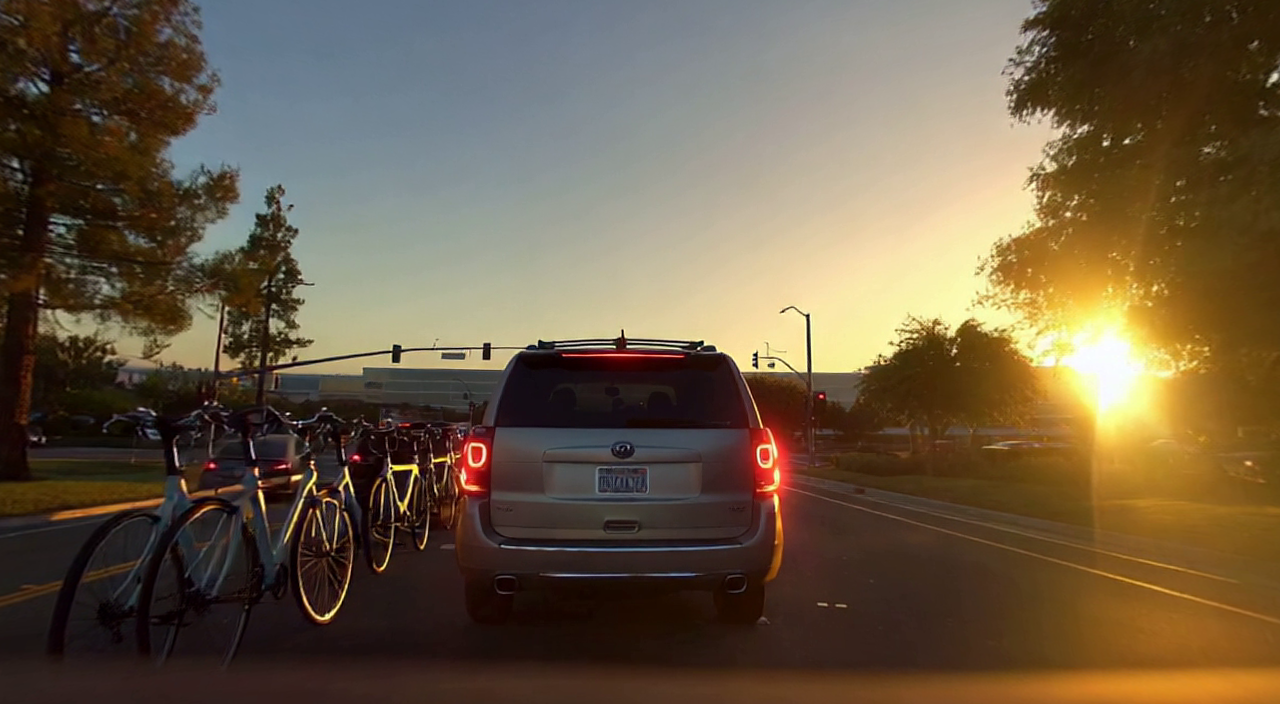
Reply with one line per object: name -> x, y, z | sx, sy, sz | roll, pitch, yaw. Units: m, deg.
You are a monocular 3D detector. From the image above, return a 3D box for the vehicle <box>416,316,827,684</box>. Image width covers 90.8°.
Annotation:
vehicle -> -0.244, 1.159, 6.001 | 2.333, 2.087, 4.586 | 1, -8, -4

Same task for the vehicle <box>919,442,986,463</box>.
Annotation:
vehicle -> 24.507, 7.855, 49.536 | 4.435, 1.574, 1.816 | 1, -9, -9

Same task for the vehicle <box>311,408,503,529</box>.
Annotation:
vehicle -> -4.217, 2.216, 12.627 | 2.337, 1.858, 5.409 | 1, -9, -7

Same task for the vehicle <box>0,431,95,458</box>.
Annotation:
vehicle -> -35.757, 5.528, 38.081 | 3.926, 1.536, 1.731 | 1, -6, -11

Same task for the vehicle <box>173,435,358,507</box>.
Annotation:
vehicle -> -8.826, 2.818, 15.490 | 2.026, 1.479, 4.712 | 1, -8, -6
